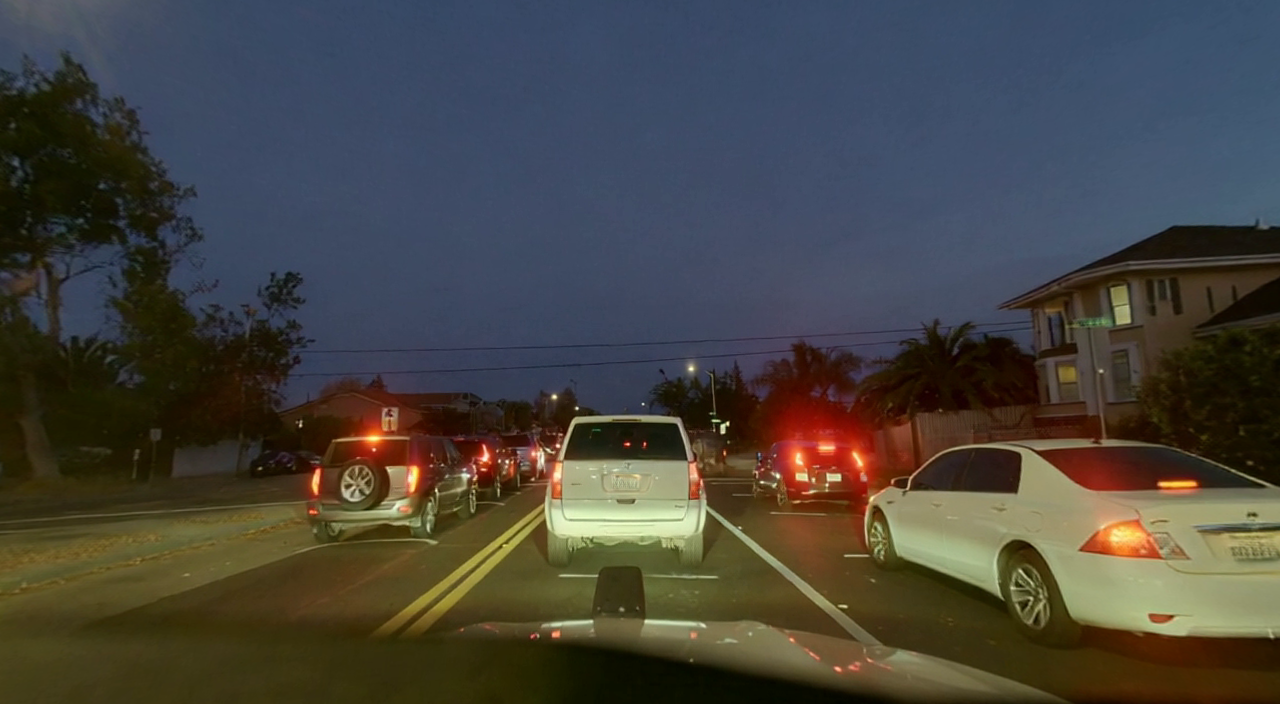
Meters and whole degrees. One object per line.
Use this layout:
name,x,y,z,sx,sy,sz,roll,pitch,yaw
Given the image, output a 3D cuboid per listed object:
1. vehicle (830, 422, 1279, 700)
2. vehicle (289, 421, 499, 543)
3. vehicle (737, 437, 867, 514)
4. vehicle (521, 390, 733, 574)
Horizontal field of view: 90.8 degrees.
vehicle,3.472,1.465,5.778,1.977,1.480,4.589,0,-8,-1
vehicle,-3.721,2.025,10.522,1.864,1.576,4.324,0,-8,-2
vehicle,3.492,2.715,14.408,1.880,1.476,3.932,0,-8,0
vehicle,-0.216,1.635,8.675,2.164,1.867,4.254,0,-8,-2
